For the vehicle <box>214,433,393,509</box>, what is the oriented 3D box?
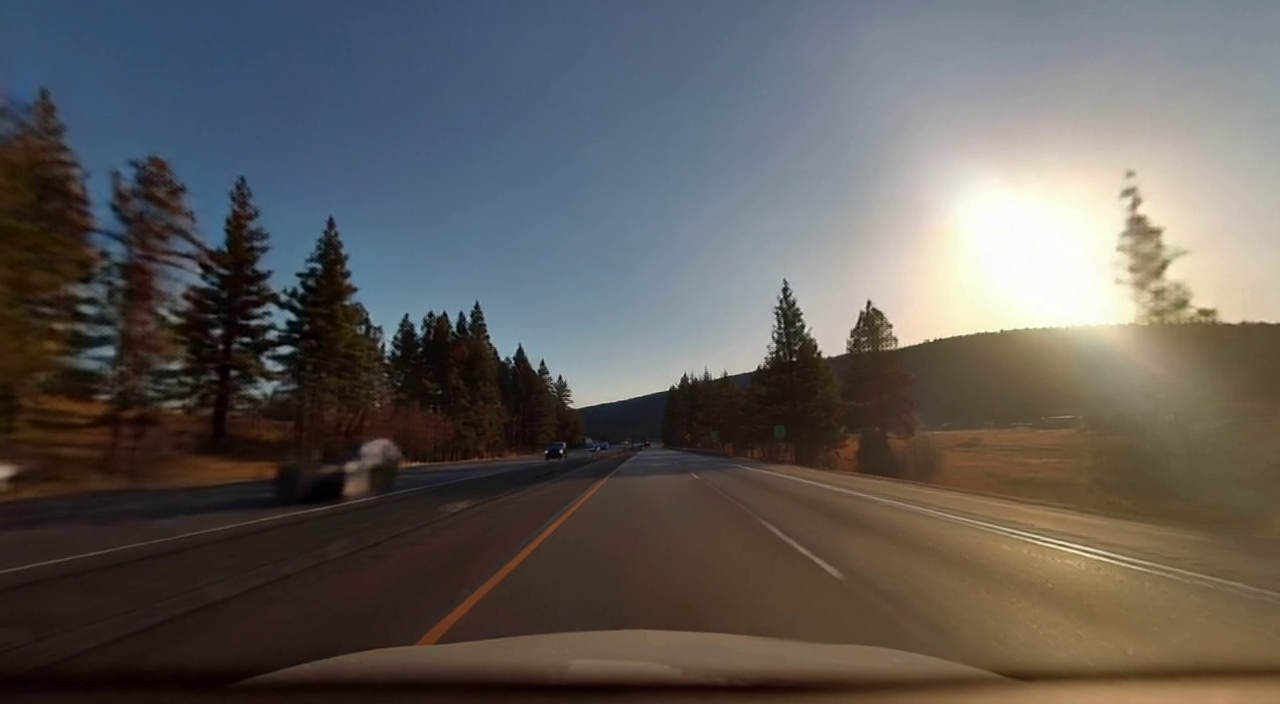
[{"bbox_3d":[-8.624,3.073,16.827,2.113,1.697,4.718,0,-8,1],"label":"vehicle"}]
